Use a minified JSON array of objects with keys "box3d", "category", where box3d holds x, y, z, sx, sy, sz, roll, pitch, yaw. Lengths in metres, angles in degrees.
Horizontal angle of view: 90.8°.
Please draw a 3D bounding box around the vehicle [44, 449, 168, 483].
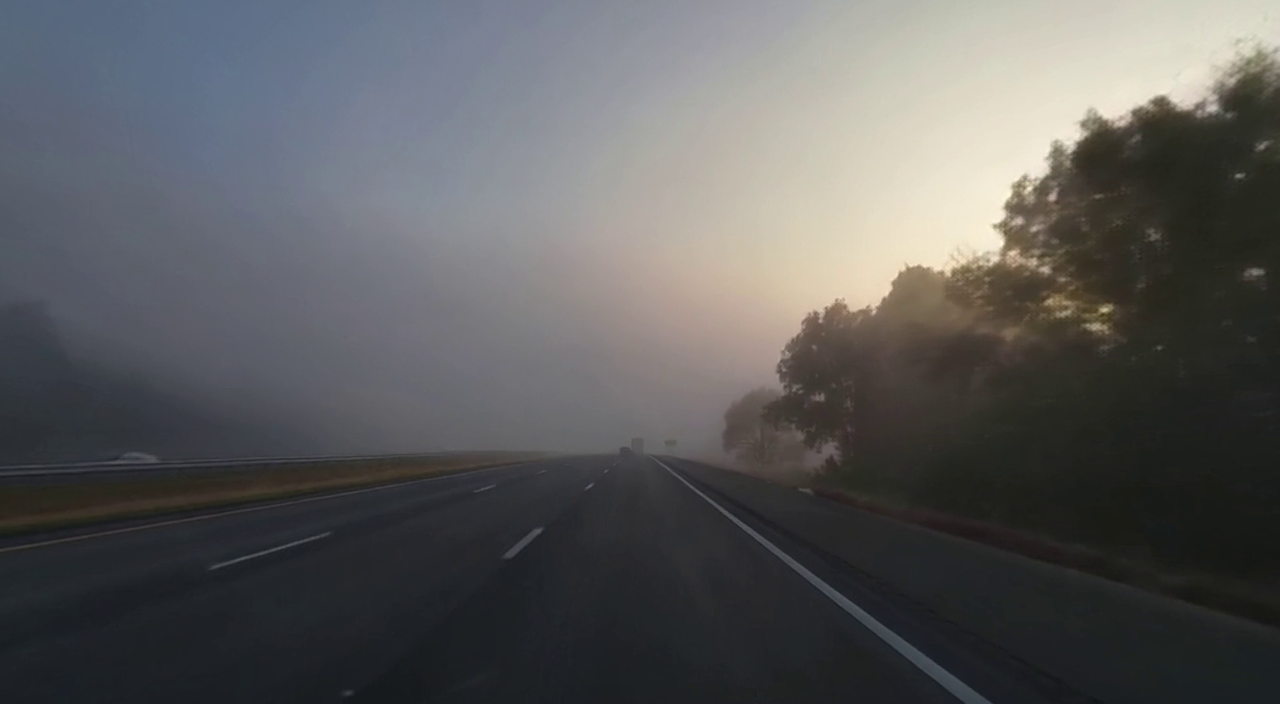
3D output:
[{"box3d":[-31.894,6.801,38.072,2.262,1.841,5.964,0,-9,0],"category":"vehicle"}]
